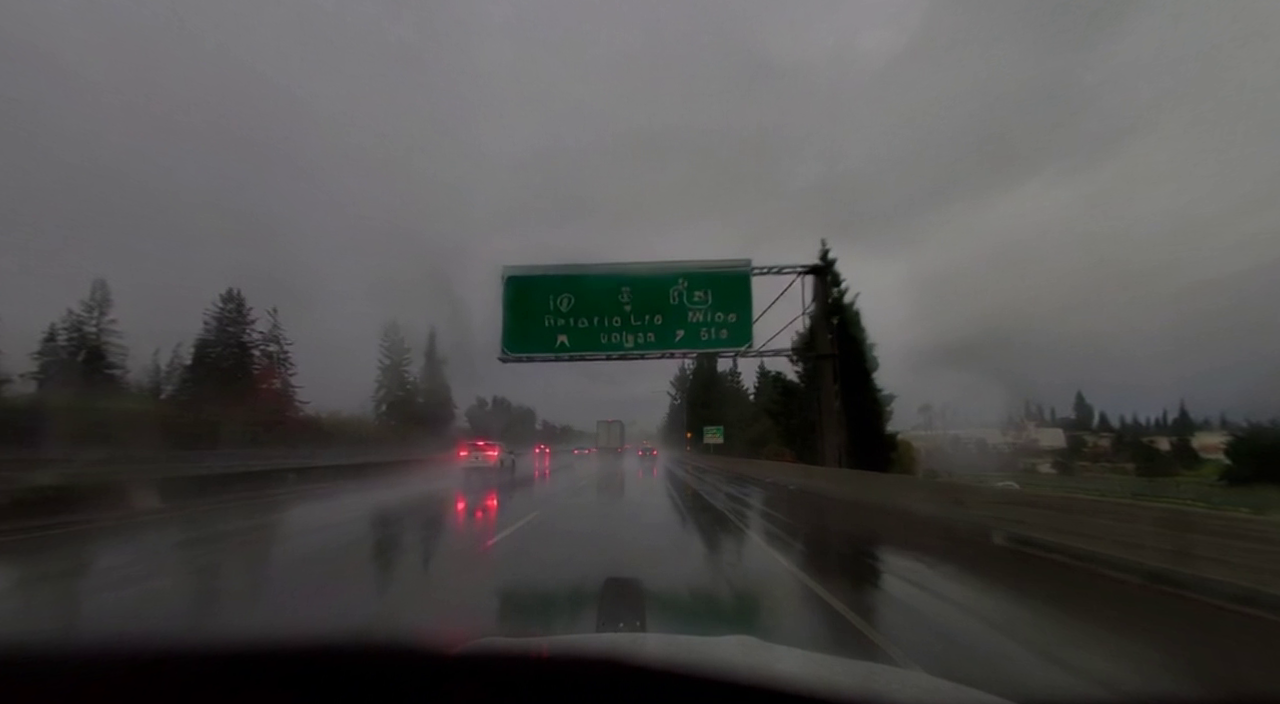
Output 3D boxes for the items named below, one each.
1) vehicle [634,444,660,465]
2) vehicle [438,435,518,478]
[{"bbox_3d":[0.534,7.734,47.725,1.931,1.528,4.126,0,-8,1],"label":"vehicle"},{"bbox_3d":[-7.255,4.737,28.879,2.115,1.778,5.572,0,-8,1],"label":"vehicle"}]
